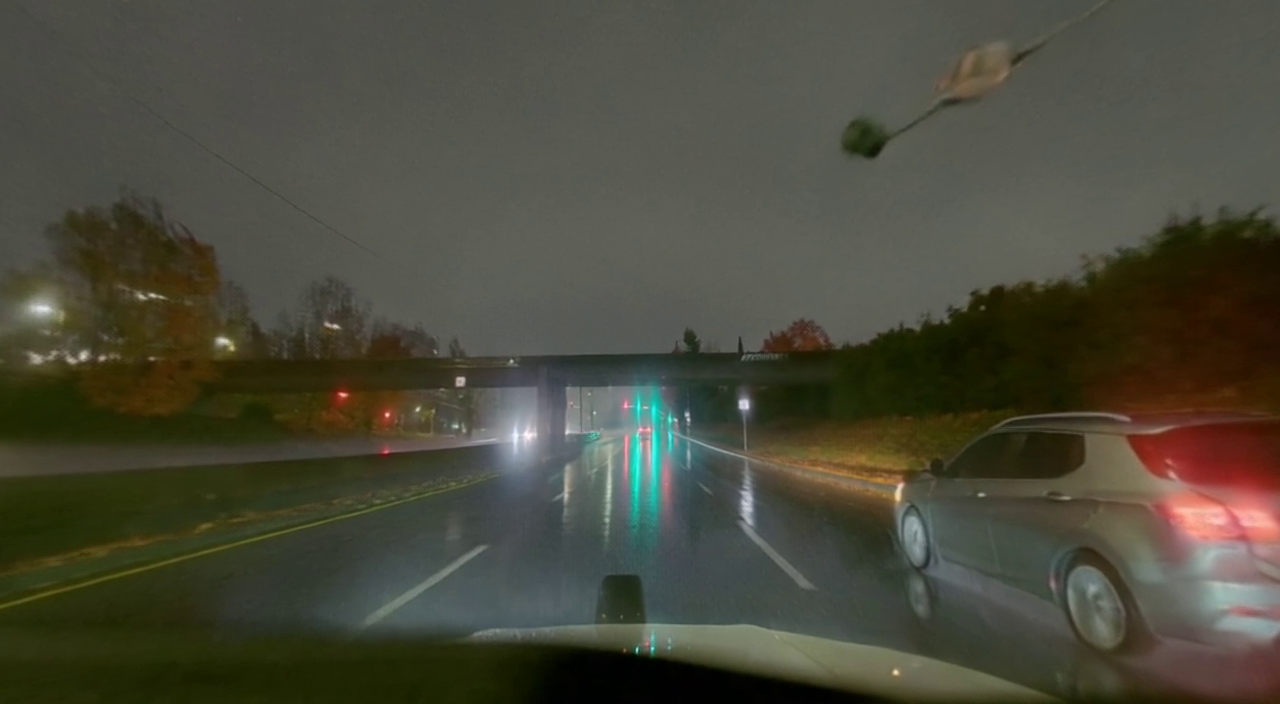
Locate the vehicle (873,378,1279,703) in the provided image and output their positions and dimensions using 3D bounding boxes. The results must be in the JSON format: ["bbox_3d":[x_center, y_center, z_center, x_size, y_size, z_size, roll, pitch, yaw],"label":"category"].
[{"bbox_3d":[3.535,1.173,4.441,2.063,1.542,4.420,0,-9,0],"label":"vehicle"}]
